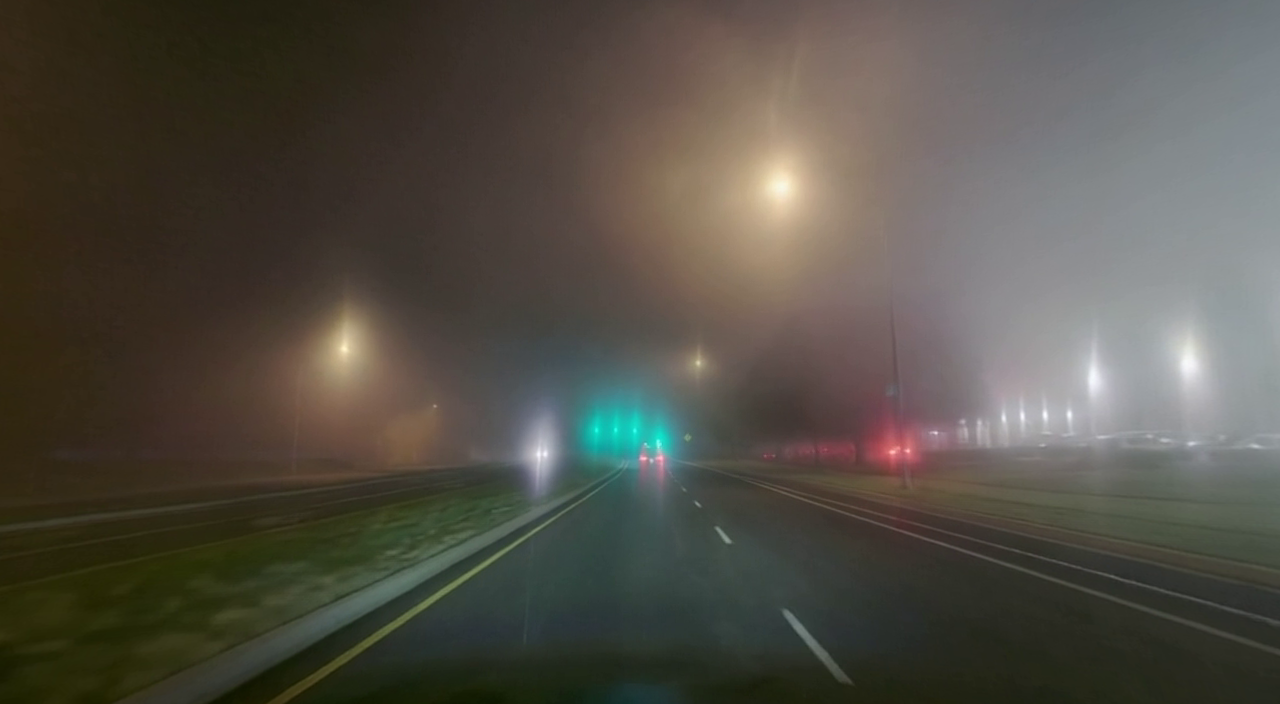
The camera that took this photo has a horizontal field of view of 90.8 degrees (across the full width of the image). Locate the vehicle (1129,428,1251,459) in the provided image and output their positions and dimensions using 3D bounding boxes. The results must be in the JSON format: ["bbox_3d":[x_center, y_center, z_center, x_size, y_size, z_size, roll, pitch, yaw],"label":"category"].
[{"bbox_3d":[27.776,4.677,32.137,1.847,1.451,4.470,1,-9,-8],"label":"vehicle"}]

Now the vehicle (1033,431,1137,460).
[{"bbox_3d":[26.821,5.679,38.399,2.143,1.623,5.235,0,-8,-6],"label":"vehicle"}]

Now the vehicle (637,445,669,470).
[{"bbox_3d":[0.864,7.378,44.331,2.158,1.600,3.865,0,-9,-1],"label":"vehicle"}]
